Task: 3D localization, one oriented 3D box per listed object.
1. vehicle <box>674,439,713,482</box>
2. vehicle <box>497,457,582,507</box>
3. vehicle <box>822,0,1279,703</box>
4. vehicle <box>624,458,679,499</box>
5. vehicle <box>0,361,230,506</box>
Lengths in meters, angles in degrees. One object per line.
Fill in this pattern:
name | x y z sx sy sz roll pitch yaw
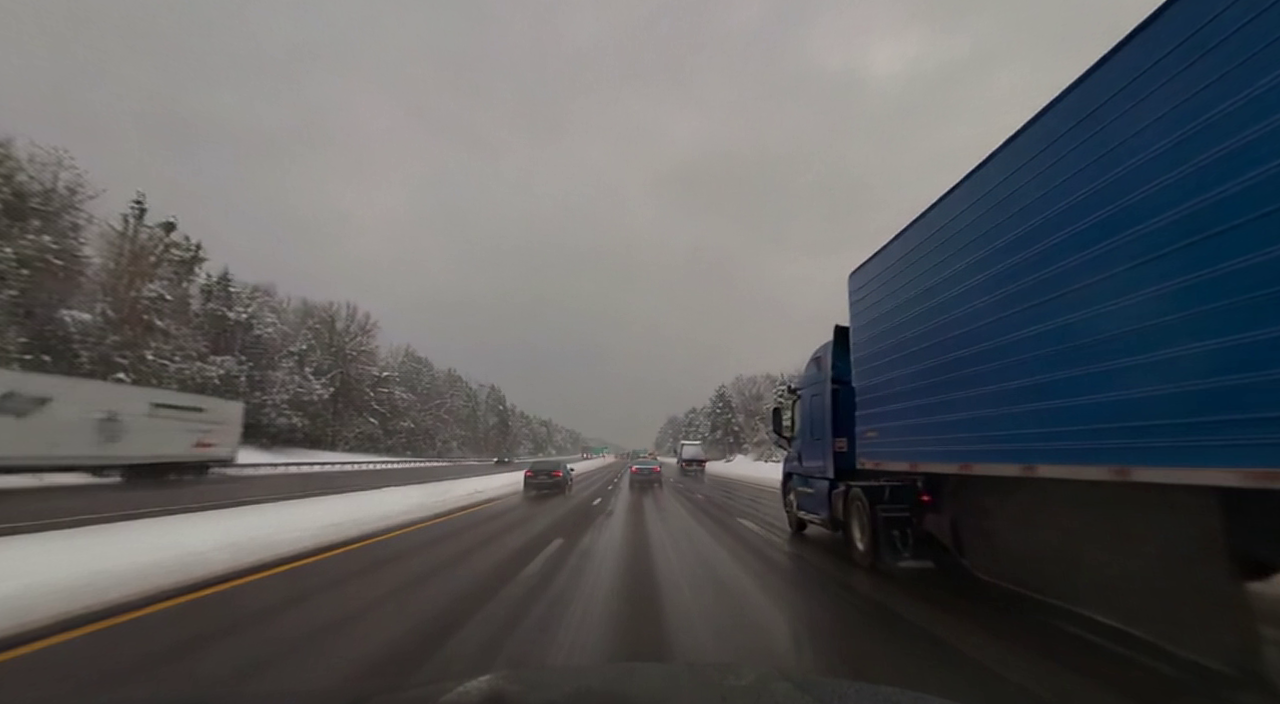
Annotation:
vehicle | 4.102 8.178 47.441 2.650 2.978 6.937 -1 -10 7
vehicle | -3.241 4.299 21.235 2.105 1.467 4.099 0 -9 1
vehicle | 4.754 0.143 4.597 2.877 4.035 13.897 0 -9 1
vehicle | 0.450 5.213 26.369 2.089 1.516 4.191 0 -9 0
vehicle | -19.741 2.777 20.710 2.874 4.090 14.180 0 -9 0
